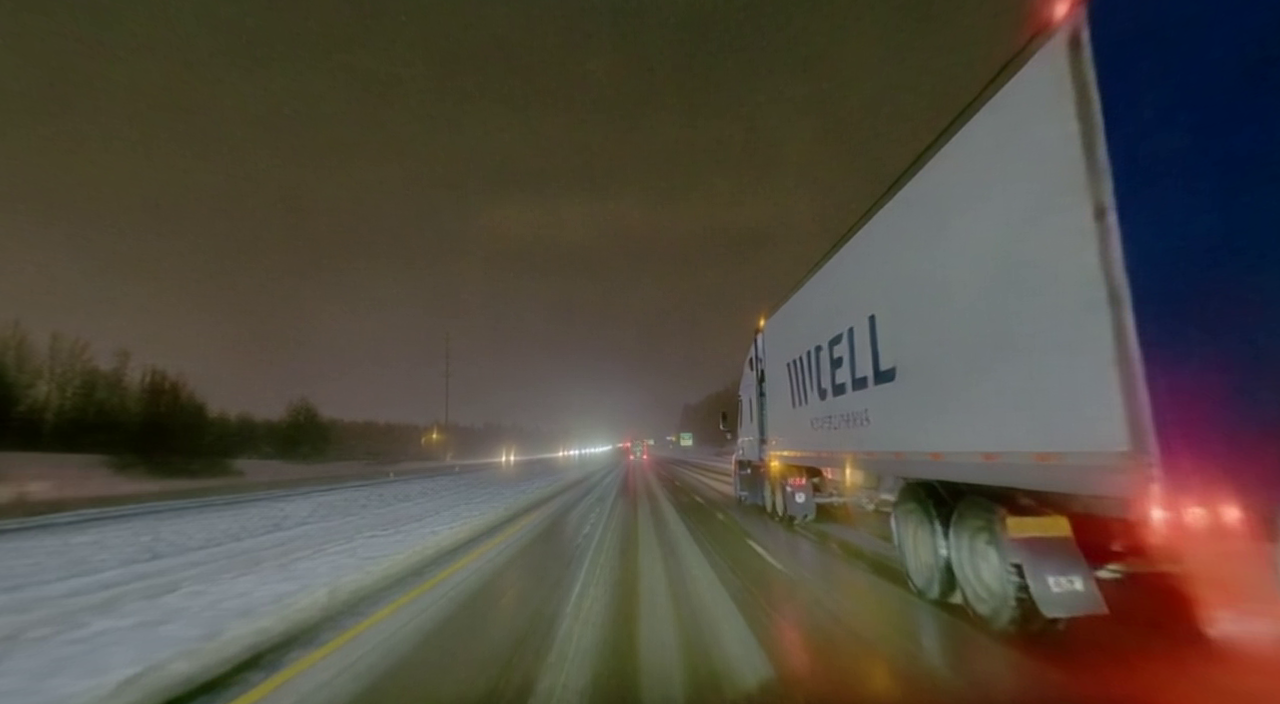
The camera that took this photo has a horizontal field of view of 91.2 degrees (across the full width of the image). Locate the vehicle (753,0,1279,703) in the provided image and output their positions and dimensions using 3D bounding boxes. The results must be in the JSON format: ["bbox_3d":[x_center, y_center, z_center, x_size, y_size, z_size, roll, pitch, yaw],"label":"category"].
[{"bbox_3d":[3.990,0.607,7.989,3.027,3.989,10.585,0,-9,0],"label":"vehicle"}]
